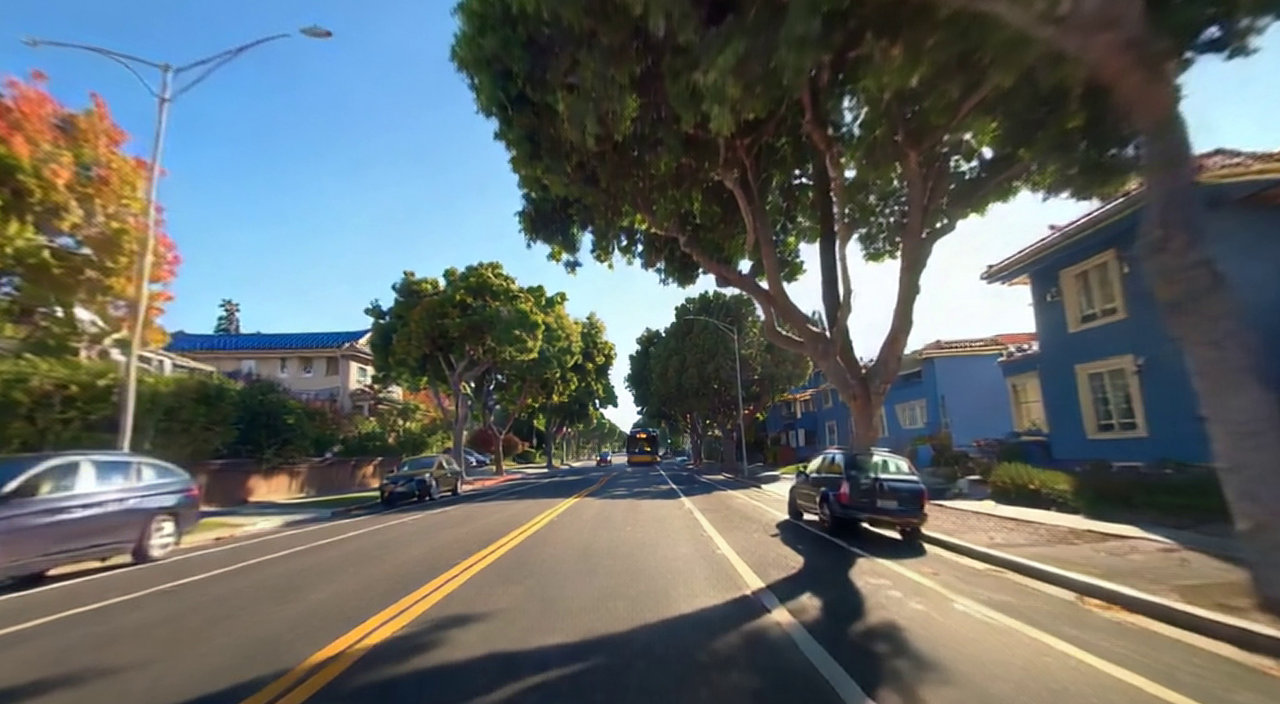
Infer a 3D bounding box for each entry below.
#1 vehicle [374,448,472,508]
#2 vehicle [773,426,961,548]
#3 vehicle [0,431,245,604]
[{"bbox_3d":[-7.741,4.483,22.997,1.898,1.755,4.603,-5,-9,-1],"label":"vehicle"},{"bbox_3d":[4.310,2.618,12.949,2.060,1.833,4.927,5,-9,1],"label":"vehicle"},{"bbox_3d":[-7.964,2.098,8.338,2.094,1.840,5.450,-5,-9,-1],"label":"vehicle"}]
